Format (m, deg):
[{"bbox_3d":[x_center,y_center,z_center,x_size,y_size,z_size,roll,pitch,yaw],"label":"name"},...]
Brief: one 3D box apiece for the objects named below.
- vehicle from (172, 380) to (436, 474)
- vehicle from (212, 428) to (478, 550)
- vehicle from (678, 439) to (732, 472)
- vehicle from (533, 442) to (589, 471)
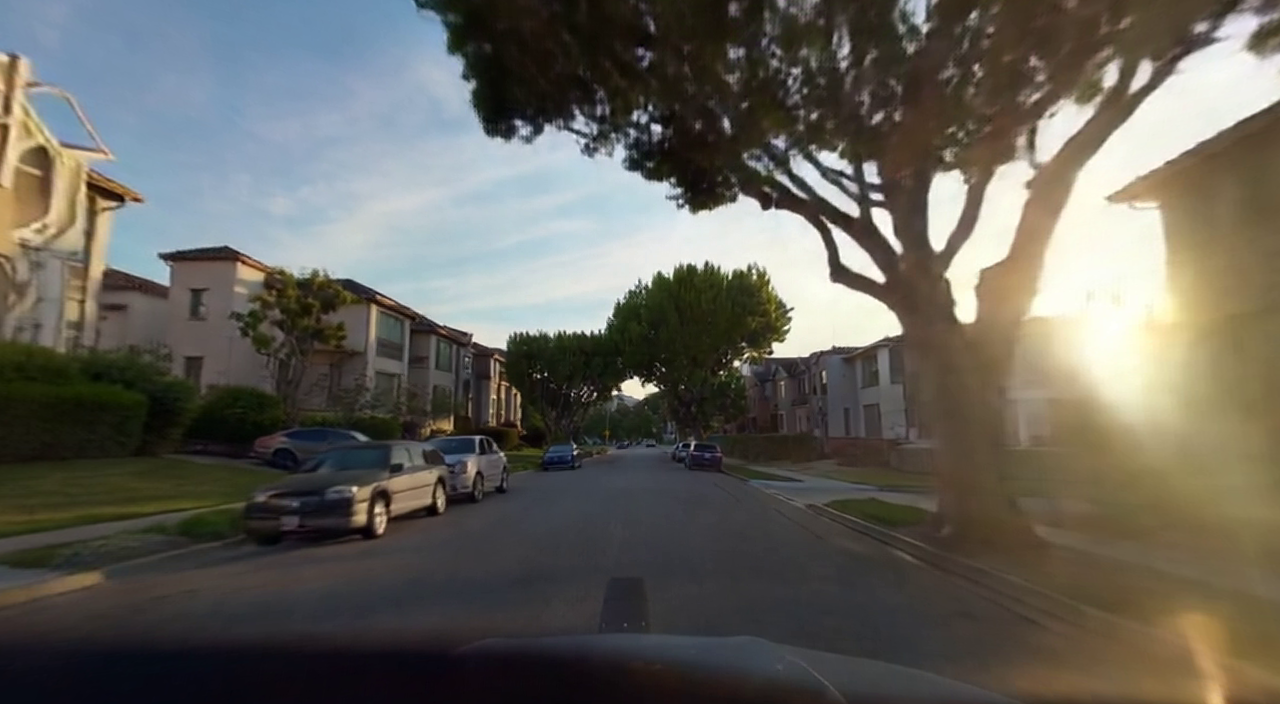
[{"bbox_3d":[-10.553,2.444,20.417,6.780,2.770,2.970,0,-8,1],"label":"vehicle"},{"bbox_3d":[-4.342,2.080,10.337,2.086,1.493,4.582,-1,-8,1],"label":"vehicle"},{"bbox_3d":[3.104,5.096,31.255,2.000,1.456,5.251,0,-8,-1],"label":"vehicle"},{"bbox_3d":[-3.849,5.180,31.451,1.995,1.330,4.080,0,-8,3],"label":"vehicle"}]
